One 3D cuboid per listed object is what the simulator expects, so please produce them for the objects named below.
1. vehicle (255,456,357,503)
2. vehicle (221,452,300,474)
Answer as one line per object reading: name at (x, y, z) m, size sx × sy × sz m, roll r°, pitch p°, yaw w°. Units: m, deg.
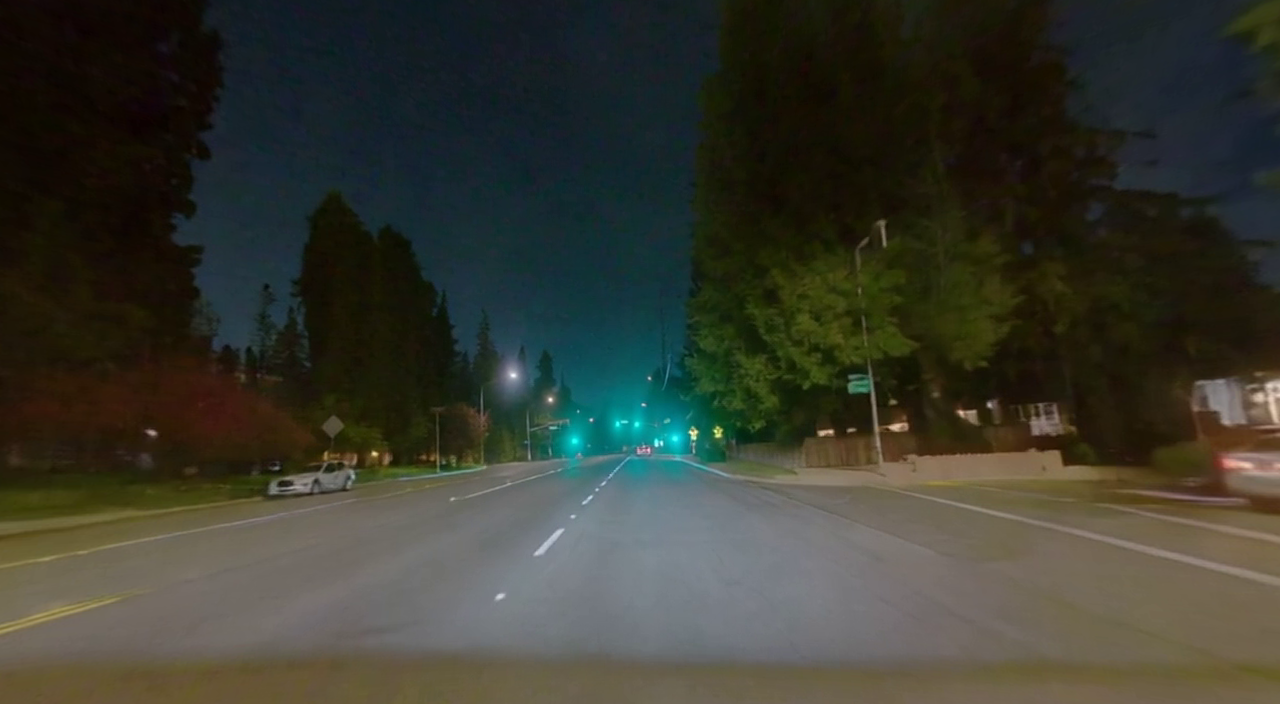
vehicle at (-13.859, 5.277, 26.555) m, size 1.941 × 1.501 × 4.432 m, roll -4°, pitch -7°, yaw 0°
vehicle at (-28.468, 8.339, 47.545) m, size 4.637 × 1.472 × 1.944 m, roll 0°, pitch -8°, yaw -3°
